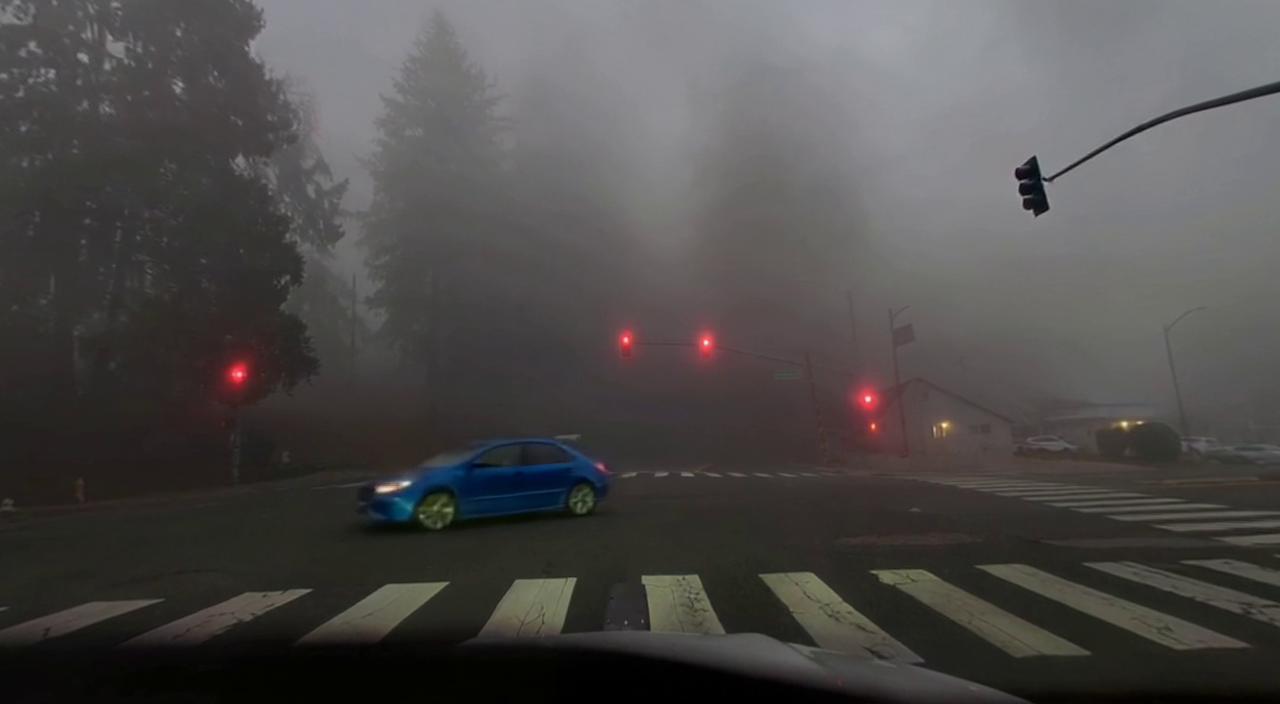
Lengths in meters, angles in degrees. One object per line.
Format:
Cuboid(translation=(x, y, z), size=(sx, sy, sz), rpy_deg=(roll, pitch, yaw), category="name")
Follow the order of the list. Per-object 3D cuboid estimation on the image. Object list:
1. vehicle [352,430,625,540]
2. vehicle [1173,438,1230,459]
Cuboid(translation=(-2.416, 2.189, 11.109), size=(1.877, 1.523, 4.377), rpy_deg=(-7, -11, 39), category="vehicle")
Cuboid(translation=(42.834, 7.348, 48.056), size=(4.133, 1.561, 1.824), rpy_deg=(5, -10, -29), category="vehicle")
